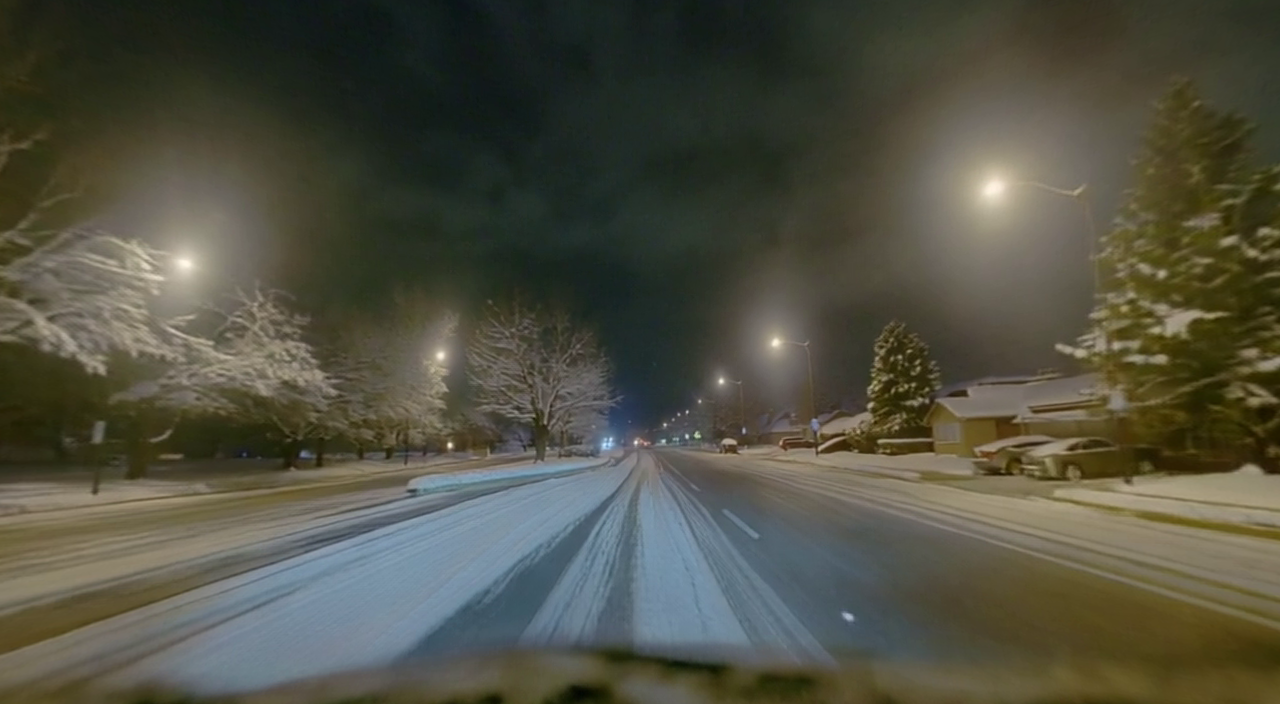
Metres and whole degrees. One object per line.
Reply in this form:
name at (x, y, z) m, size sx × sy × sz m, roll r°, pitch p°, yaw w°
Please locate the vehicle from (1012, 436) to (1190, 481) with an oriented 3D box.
vehicle at (15.818, 3.664, 21.880) m, size 4.592 × 1.472 × 2.009 m, roll 0°, pitch -9°, yaw -1°
